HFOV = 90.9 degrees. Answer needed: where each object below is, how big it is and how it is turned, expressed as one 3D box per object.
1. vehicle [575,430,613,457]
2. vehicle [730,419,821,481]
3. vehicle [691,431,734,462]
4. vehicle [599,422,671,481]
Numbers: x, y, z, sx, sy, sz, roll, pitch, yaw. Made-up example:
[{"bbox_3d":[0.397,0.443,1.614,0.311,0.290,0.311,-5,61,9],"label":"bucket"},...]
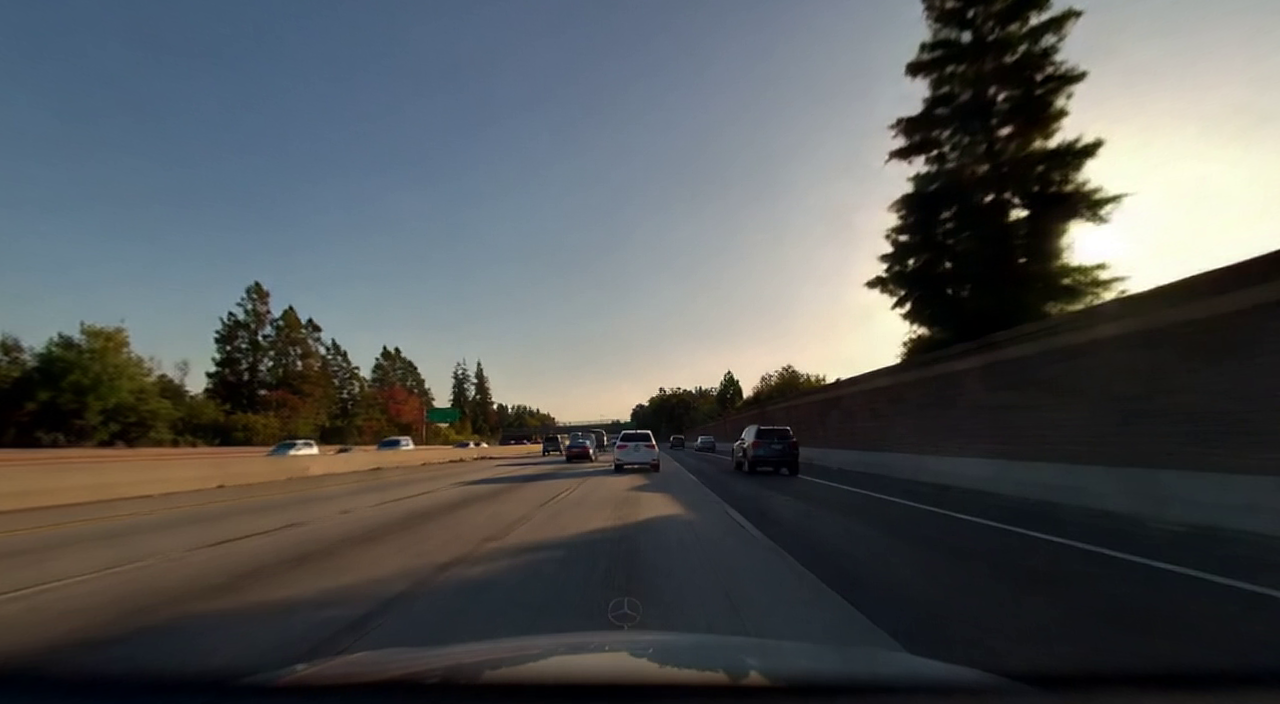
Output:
[{"bbox_3d":[-3.407,6.985,47.897,2.274,1.896,5.571,0,-9,1],"label":"vehicle"},{"bbox_3d":[4.381,3.275,21.110,2.017,1.847,4.299,0,-9,-1],"label":"vehicle"},{"bbox_3d":[4.049,5.364,35.822,2.001,1.651,3.916,0,-9,0],"label":"vehicle"},{"bbox_3d":[-0.153,3.423,21.771,2.233,1.804,4.273,0,-9,0],"label":"vehicle"}]
